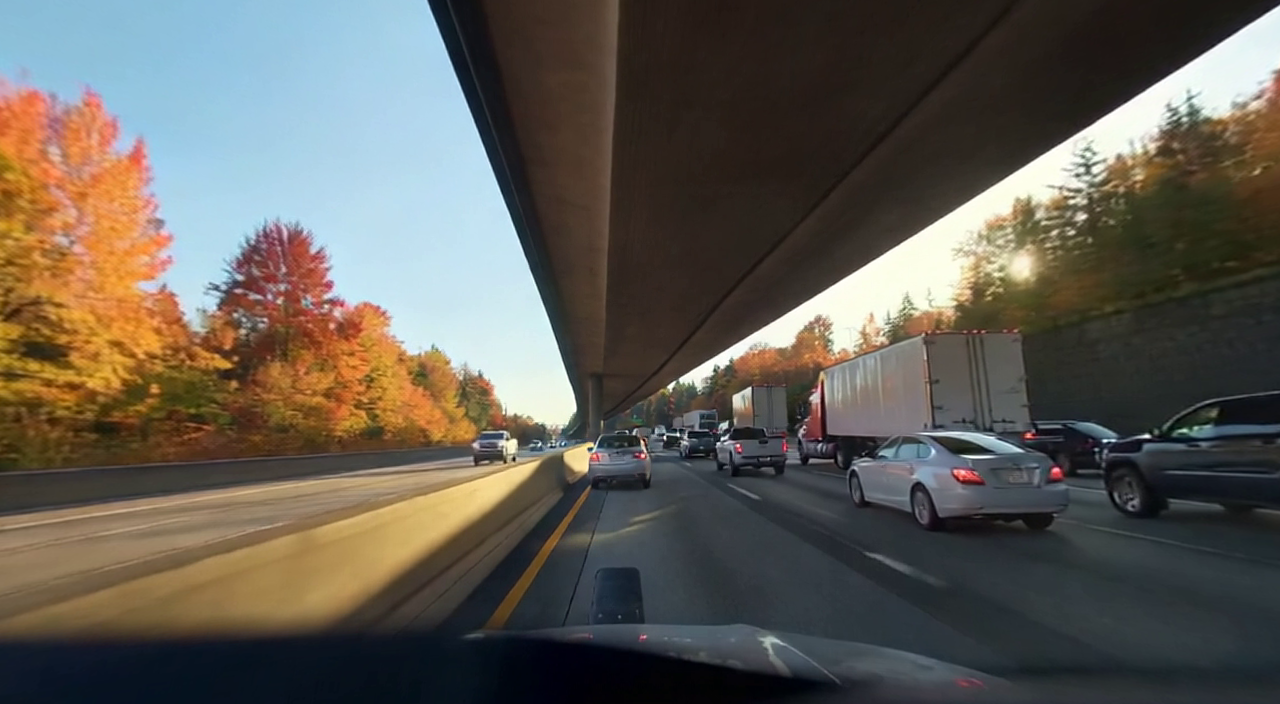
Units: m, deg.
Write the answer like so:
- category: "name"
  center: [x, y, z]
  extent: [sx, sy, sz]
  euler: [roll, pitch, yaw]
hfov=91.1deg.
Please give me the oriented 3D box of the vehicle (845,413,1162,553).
- category: "vehicle"
  center: [4.664, 1.711, 8.971]
  extent: [2.040, 1.523, 4.068]
  euler: [0, -8, -1]

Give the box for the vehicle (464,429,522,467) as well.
- category: "vehicle"
  center: [-8.448, 5.529, 36.561]
  extent: [2.203, 2.043, 5.050]
  euler: [0, -8, -1]

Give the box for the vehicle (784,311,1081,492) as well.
- category: "vehicle"
  center: [8.202, 2.040, 21.294]
  extent: [2.908, 4.099, 14.103]
  euler: [0, -8, -2]

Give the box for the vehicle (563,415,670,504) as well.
- category: "vehicle"
  center: [-0.478, 2.400, 14.553]
  extent: [2.087, 1.709, 4.455]
  euler: [0, -8, -1]

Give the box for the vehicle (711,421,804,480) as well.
- category: "vehicle"
  center: [3.647, 3.137, 20.347]
  extent: [2.147, 1.707, 3.963]
  euler: [0, -8, -2]

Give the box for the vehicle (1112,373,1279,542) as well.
- category: "vehicle"
  center: [8.594, 1.261, 7.538]
  extent: [2.116, 1.965, 4.691]
  euler: [0, -8, -1]
